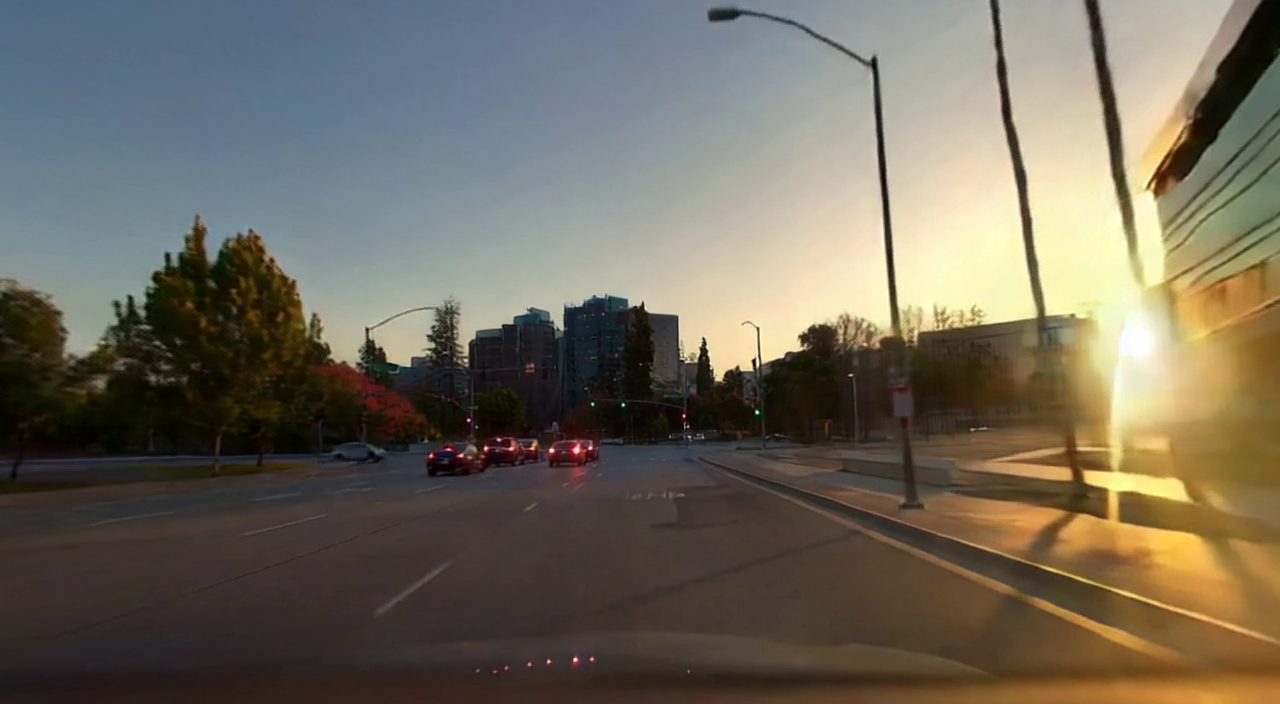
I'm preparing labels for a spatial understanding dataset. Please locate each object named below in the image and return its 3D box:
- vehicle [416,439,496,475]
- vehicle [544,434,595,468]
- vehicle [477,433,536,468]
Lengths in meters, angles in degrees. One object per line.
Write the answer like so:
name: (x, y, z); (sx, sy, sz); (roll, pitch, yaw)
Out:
vehicle: (-7.938, 4.571, 27.548); (2.030, 1.440, 4.464); (0, -8, 2)
vehicle: (-3.628, 5.176, 32.934); (2.043, 1.636, 4.320); (0, -8, 2)
vehicle: (-7.470, 5.582, 35.762); (2.152, 1.813, 4.751); (0, -8, 2)
